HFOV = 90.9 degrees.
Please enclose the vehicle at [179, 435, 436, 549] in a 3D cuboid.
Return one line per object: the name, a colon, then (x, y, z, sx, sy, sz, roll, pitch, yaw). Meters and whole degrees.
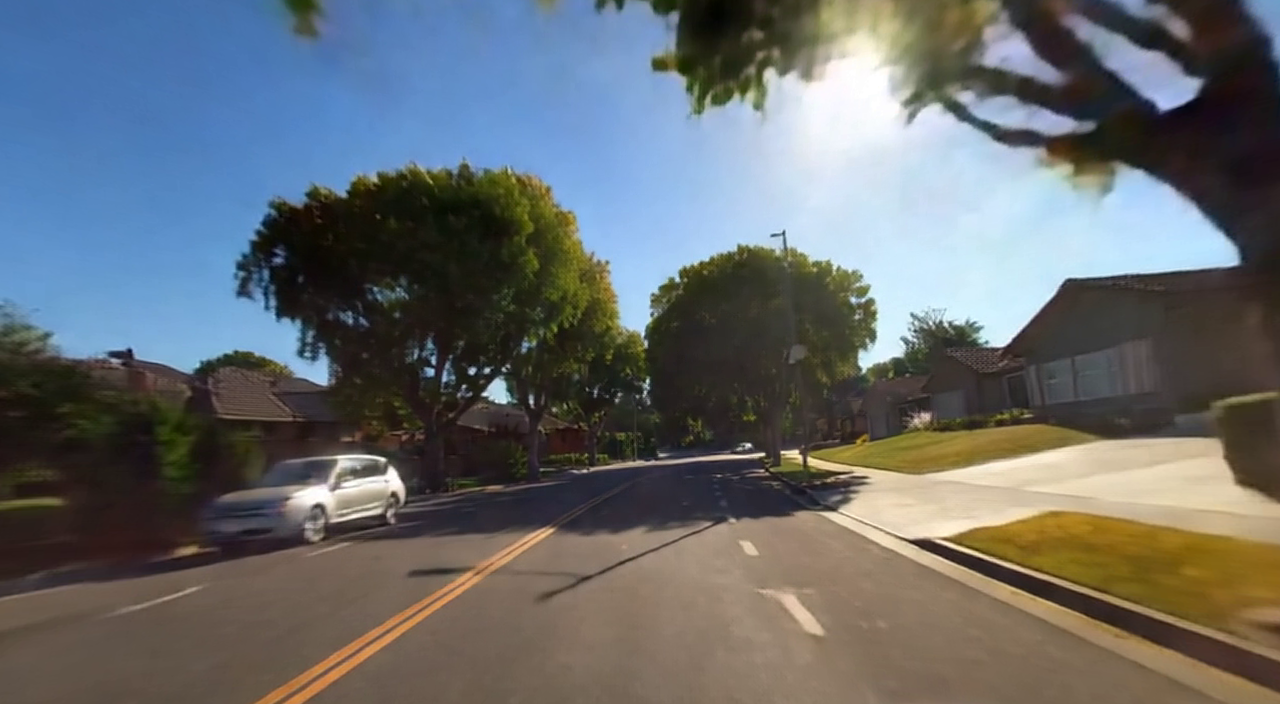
vehicle: (-5.826, 2.549, 12.016, 2.002, 1.601, 5.012, -3, -10, 3)
